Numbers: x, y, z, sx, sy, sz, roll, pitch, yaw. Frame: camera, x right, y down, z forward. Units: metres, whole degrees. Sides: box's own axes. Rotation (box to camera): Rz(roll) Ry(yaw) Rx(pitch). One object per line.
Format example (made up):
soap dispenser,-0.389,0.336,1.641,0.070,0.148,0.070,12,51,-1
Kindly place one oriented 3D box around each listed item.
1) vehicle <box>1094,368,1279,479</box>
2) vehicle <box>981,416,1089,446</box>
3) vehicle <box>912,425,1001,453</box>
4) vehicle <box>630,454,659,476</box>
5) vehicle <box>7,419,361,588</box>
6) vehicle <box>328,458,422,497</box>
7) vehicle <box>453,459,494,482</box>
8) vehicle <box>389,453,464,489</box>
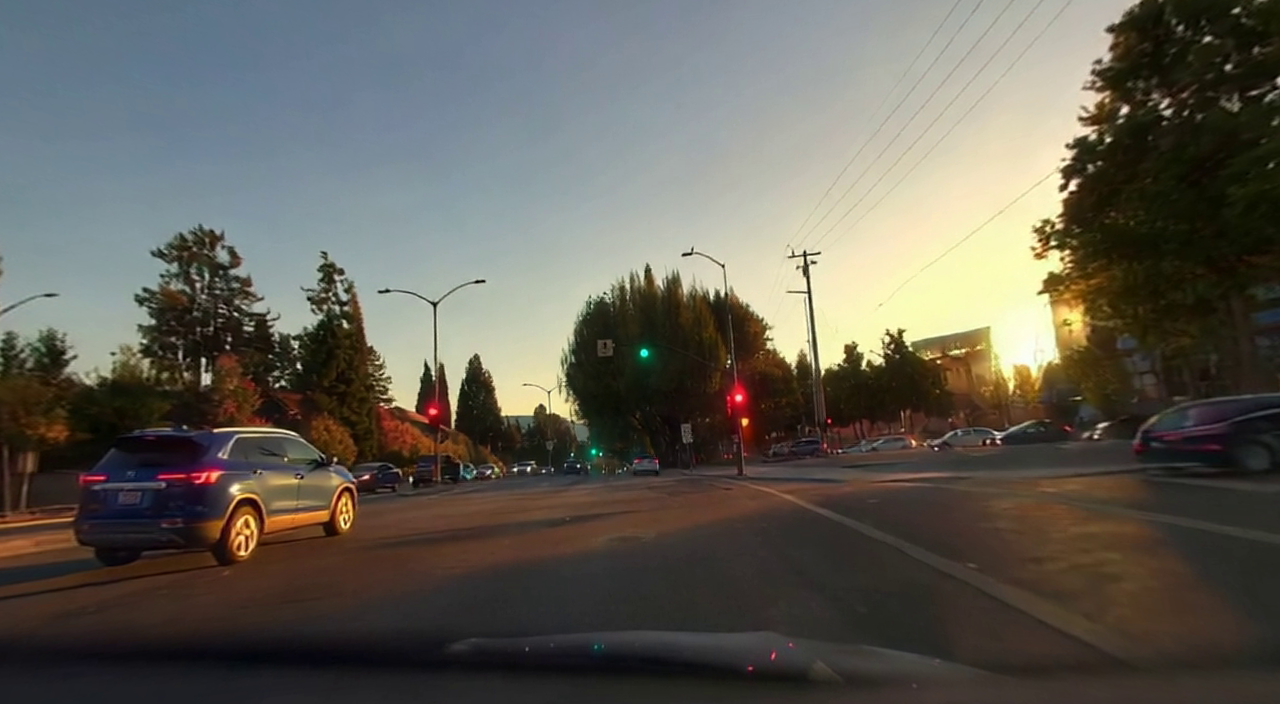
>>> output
vehicle,12.129,1.312,11.911,5.357,1.845,2.151,-2,-8,-1
vehicle,20.991,4.272,33.662,1.876,1.465,4.500,4,-9,-26
vehicle,18.976,5.206,37.999,1.947,1.477,4.661,5,-8,-21
vehicle,0.330,8.388,47.115,2.091,1.494,3.962,0,-8,0
vehicle,-6.176,2.041,9.398,2.027,1.908,4.273,0,-8,0
vehicle,-11.479,5.491,27.666,2.149,1.527,4.691,0,-11,-1
vehicle,-11.975,8.533,45.539,1.871,1.539,3.929,0,-8,0
vehicle,-12.129,6.757,36.252,2.167,1.799,5.682,0,-8,1
